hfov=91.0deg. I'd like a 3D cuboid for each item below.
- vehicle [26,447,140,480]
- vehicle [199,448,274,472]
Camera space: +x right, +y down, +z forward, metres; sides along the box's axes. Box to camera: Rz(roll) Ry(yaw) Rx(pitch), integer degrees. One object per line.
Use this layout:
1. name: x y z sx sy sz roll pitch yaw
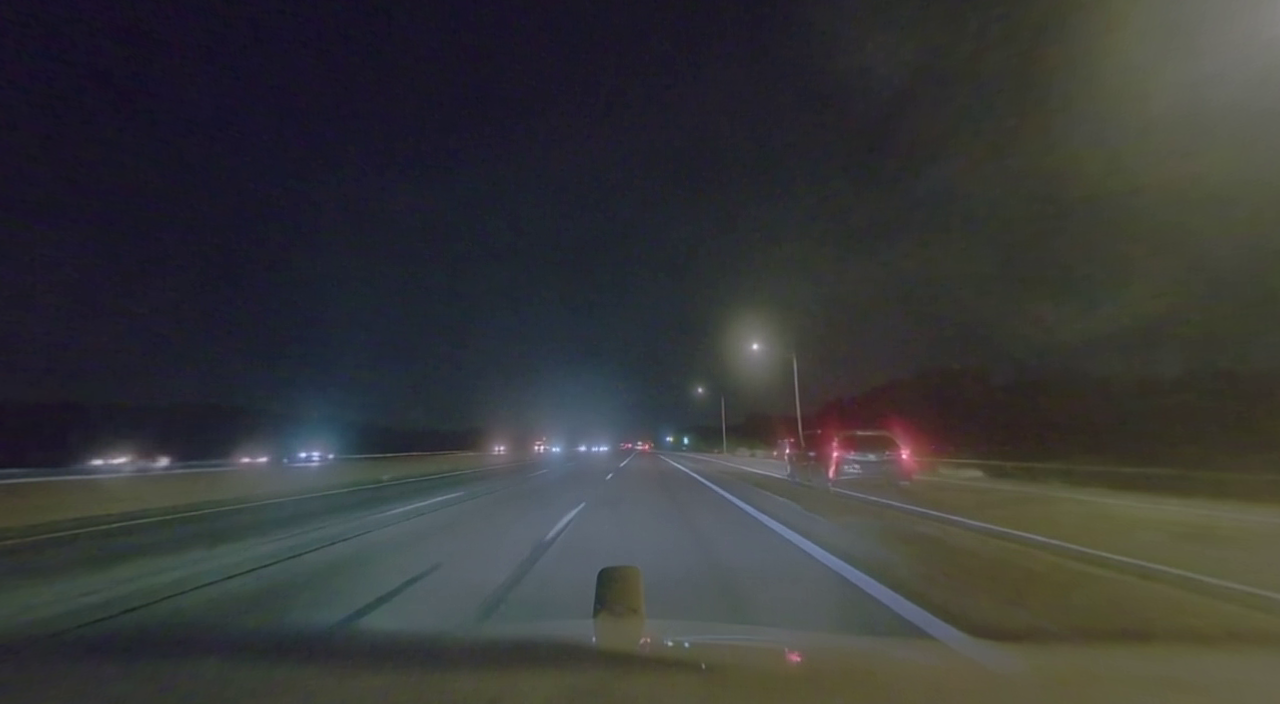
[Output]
1. vehicle: -32.119 6.401 36.583 2.059 1.750 4.910 0 -9 1
2. vehicle: -28.151 7.557 44.185 1.973 1.553 4.870 0 -9 1
